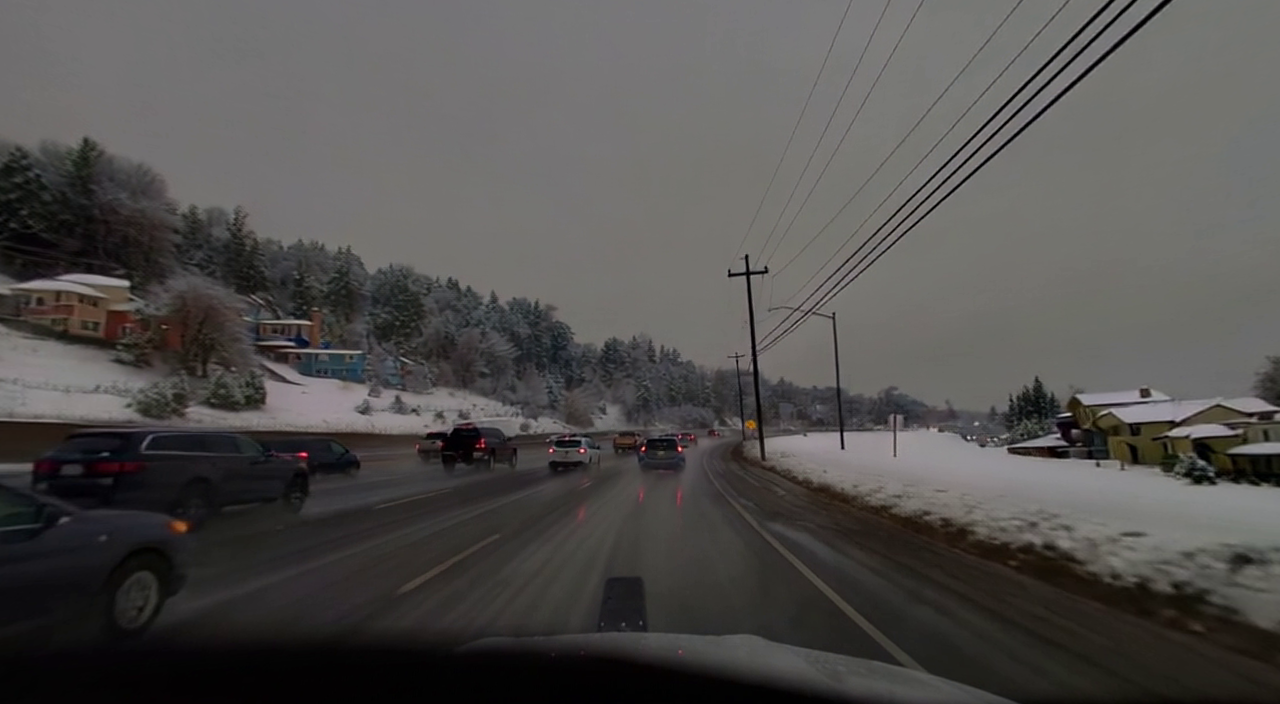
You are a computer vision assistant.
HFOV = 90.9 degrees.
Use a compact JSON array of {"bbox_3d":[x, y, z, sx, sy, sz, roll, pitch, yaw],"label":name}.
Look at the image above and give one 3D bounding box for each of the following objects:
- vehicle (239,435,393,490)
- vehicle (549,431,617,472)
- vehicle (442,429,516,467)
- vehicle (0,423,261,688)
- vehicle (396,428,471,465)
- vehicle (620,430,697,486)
[{"bbox_3d":[-9.623,3.304,19.243,1.959,1.469,4.450,-1,-8,7],"label":"vehicle"},{"bbox_3d":[-2.378,4.335,27.726,2.121,1.639,4.383,-1,-8,6],"label":"vehicle"},{"bbox_3d":[-8.191,4.941,32.541,2.080,1.833,4.461,-1,-8,9],"label":"vehicle"},{"bbox_3d":[-4.599,1.134,3.453,1.956,1.478,4.789,0,-8,2],"label":"vehicle"},{"bbox_3d":[-11.755,5.443,36.357,2.105,1.971,4.868,-1,-8,8],"label":"vehicle"},{"bbox_3d":[0.611,3.194,19.231,2.109,1.495,3.935,-1,-8,3],"label":"vehicle"}]
